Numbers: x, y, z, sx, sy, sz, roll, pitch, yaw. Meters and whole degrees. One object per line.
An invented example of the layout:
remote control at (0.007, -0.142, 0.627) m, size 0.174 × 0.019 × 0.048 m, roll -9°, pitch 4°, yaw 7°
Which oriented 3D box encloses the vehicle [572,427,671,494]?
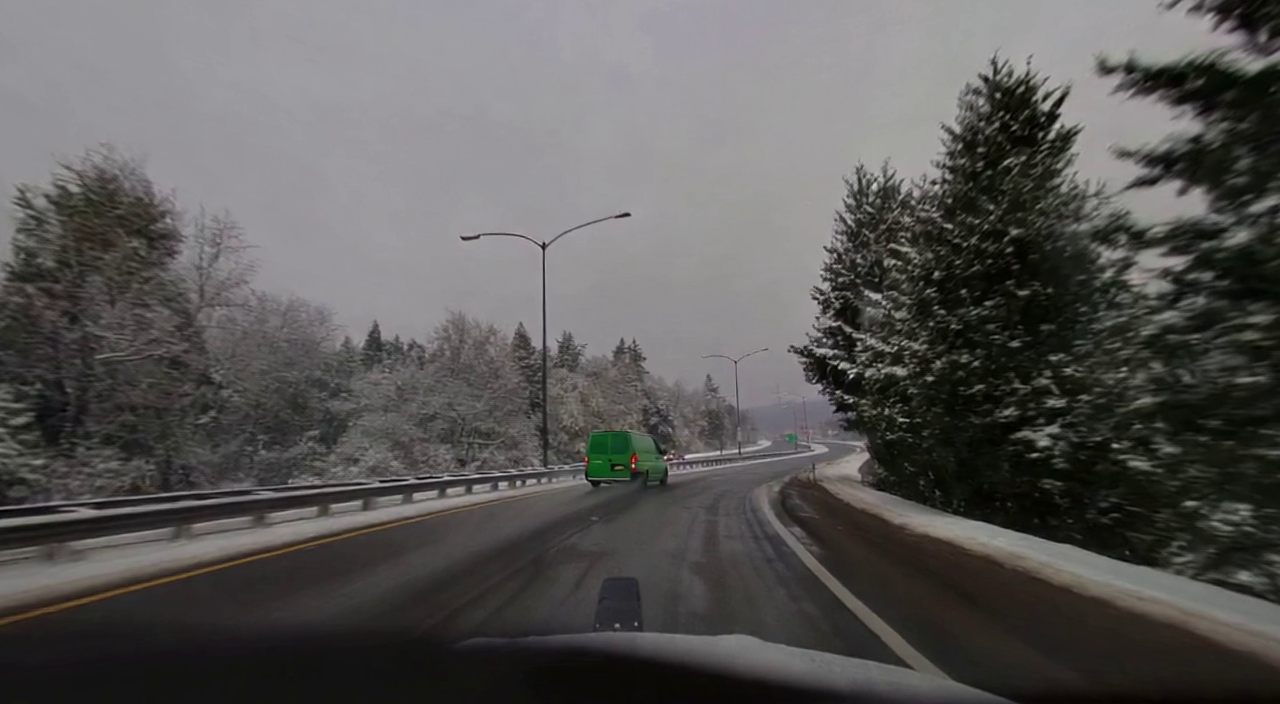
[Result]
vehicle at (-0.489, 3.710, 21.770) m, size 2.270 × 2.023 × 4.632 m, roll -3°, pitch -9°, yaw 14°
